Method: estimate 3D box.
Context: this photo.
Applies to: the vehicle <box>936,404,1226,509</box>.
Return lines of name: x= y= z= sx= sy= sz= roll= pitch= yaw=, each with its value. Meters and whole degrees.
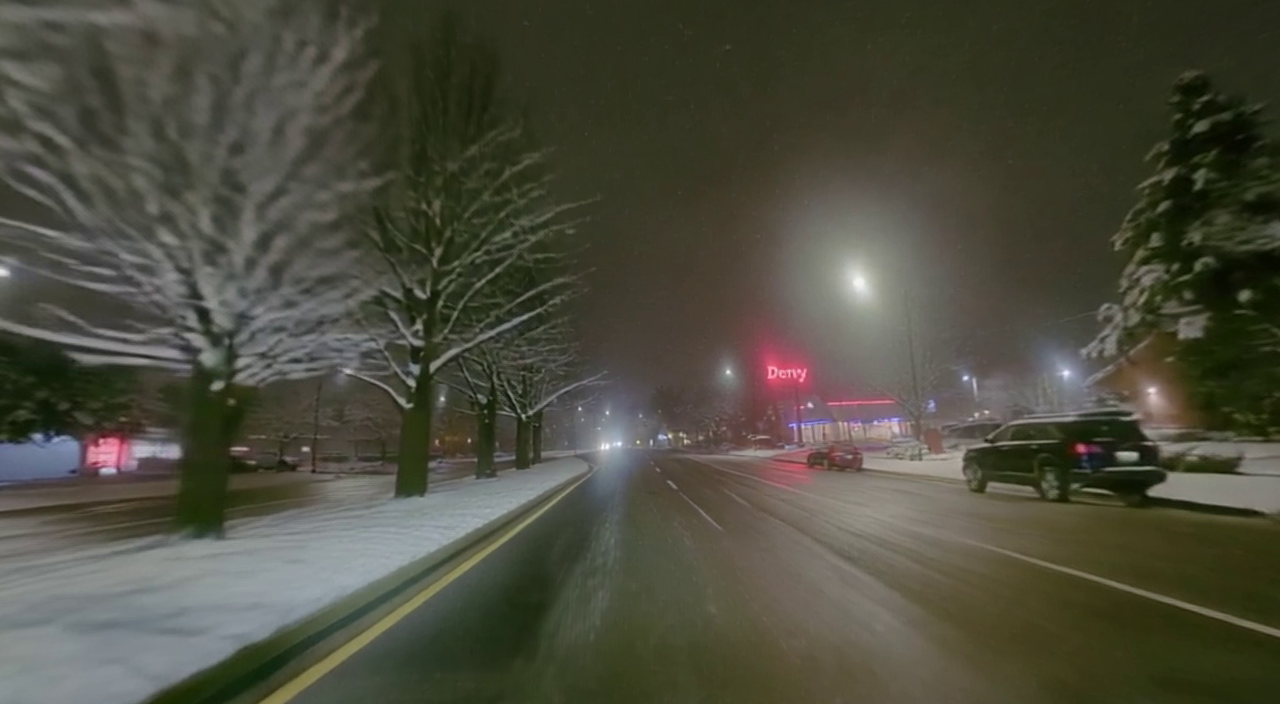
vehicle: x=10.239 y=2.523 z=15.655 sx=2.610 sy=2.072 sz=5.985 roll=0 pitch=-8 yaw=-3

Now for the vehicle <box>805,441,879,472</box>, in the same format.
vehicle: x=10.138 y=5.262 z=32.125 sx=2.034 sy=1.437 sz=4.728 roll=0 pitch=-8 yaw=-2
